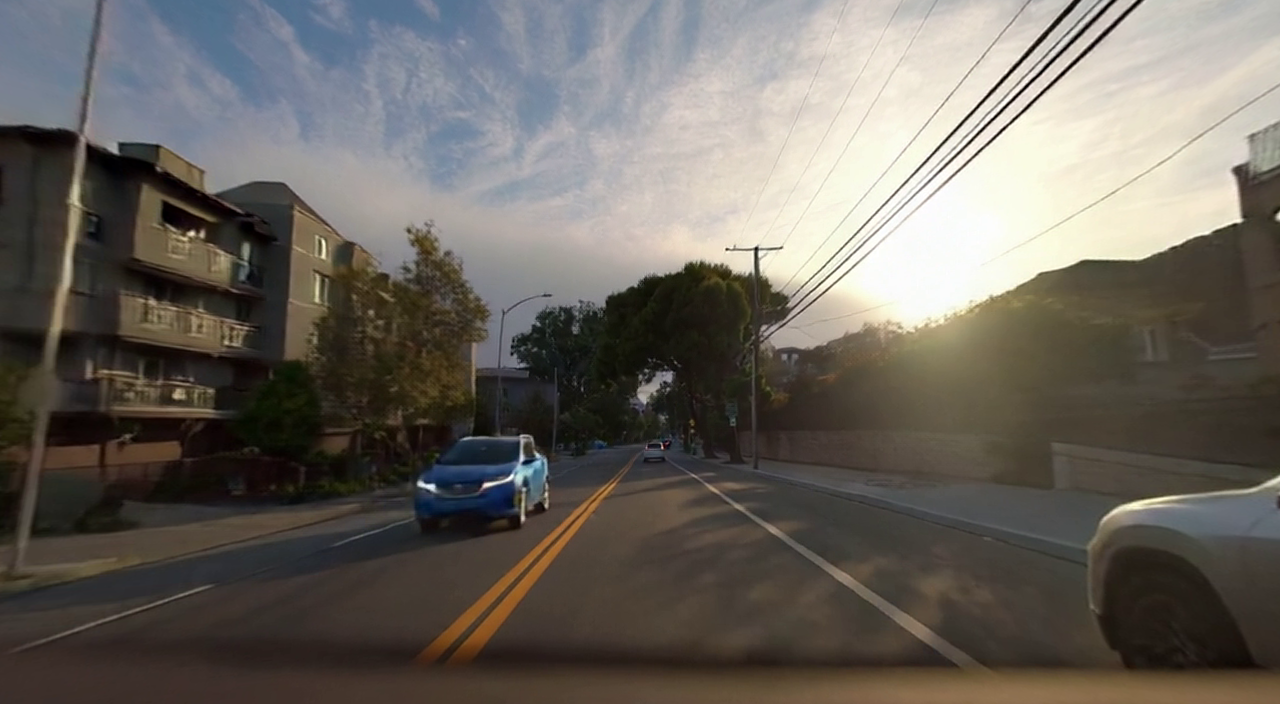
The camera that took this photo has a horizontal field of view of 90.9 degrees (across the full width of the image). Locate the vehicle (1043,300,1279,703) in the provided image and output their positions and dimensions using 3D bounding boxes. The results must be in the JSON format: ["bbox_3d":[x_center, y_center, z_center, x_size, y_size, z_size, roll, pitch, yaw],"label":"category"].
[{"bbox_3d":[3.447,0.574,1.242,2.130,1.863,4.844,0,-9,1],"label":"vehicle"}]

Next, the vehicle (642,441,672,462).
[{"bbox_3d":[1.246,7.485,47.367,2.097,1.463,4.043,0,-8,0],"label":"vehicle"}]

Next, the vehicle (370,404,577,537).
[{"bbox_3d":[-2.863,2.266,12.740,2.469,2.023,5.896,0,-8,1],"label":"vehicle"}]
